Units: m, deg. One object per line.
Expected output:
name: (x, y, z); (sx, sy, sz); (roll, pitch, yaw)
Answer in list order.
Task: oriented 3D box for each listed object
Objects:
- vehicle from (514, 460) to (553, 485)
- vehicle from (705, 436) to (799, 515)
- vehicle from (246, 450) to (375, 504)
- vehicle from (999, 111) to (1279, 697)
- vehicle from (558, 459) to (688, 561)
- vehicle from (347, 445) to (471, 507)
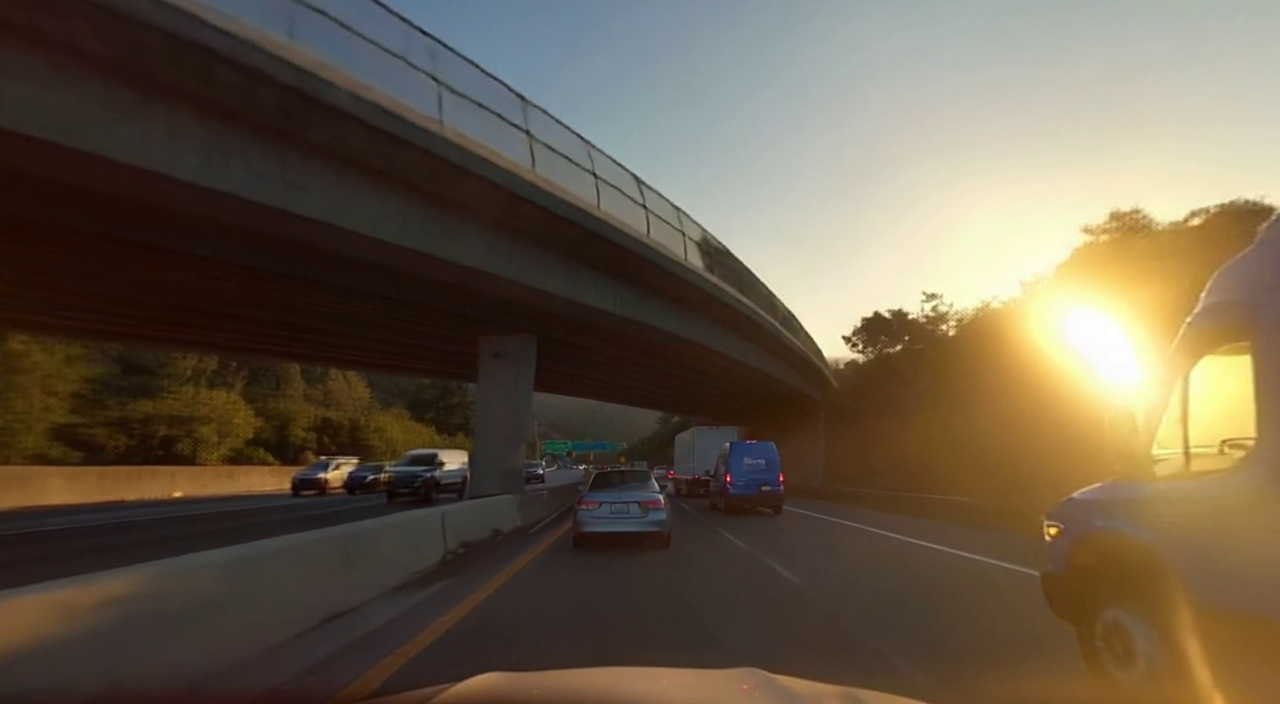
vehicle: (-7.286, 8.341, 43.479); (2.012, 1.601, 4.042); (1, -11, -1)
vehicle: (3.950, 4.549, 23.402); (2.328, 2.537, 5.290); (1, -11, -2)
vehicle: (-10.337, 3.972, 20.170); (1.872, 1.510, 4.266); (1, -11, -1)
vehicle: (5.571, 0.031, 2.418); (2.890, 3.726, 9.269); (1, -11, 0)
vehicle: (-0.278, 2.733, 11.351); (1.980, 1.493, 3.410); (1, -11, -1)
vehicle: (-6.830, 3.769, 19.243); (2.069, 1.628, 4.479); (1, -11, 0)
